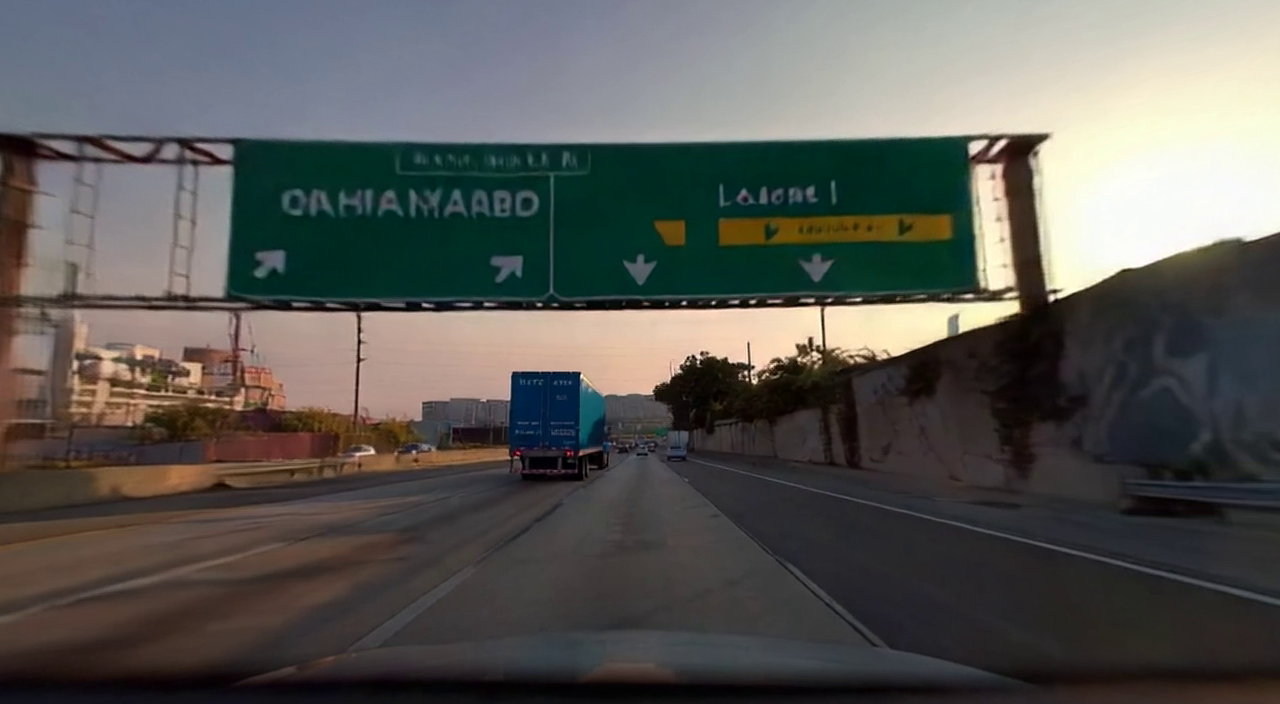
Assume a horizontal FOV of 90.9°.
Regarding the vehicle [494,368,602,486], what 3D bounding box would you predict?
[{"bbox_3d":[-3.432,3.126,26.208,2.977,4.048,8.890,0,-7,1],"label":"vehicle"}]
